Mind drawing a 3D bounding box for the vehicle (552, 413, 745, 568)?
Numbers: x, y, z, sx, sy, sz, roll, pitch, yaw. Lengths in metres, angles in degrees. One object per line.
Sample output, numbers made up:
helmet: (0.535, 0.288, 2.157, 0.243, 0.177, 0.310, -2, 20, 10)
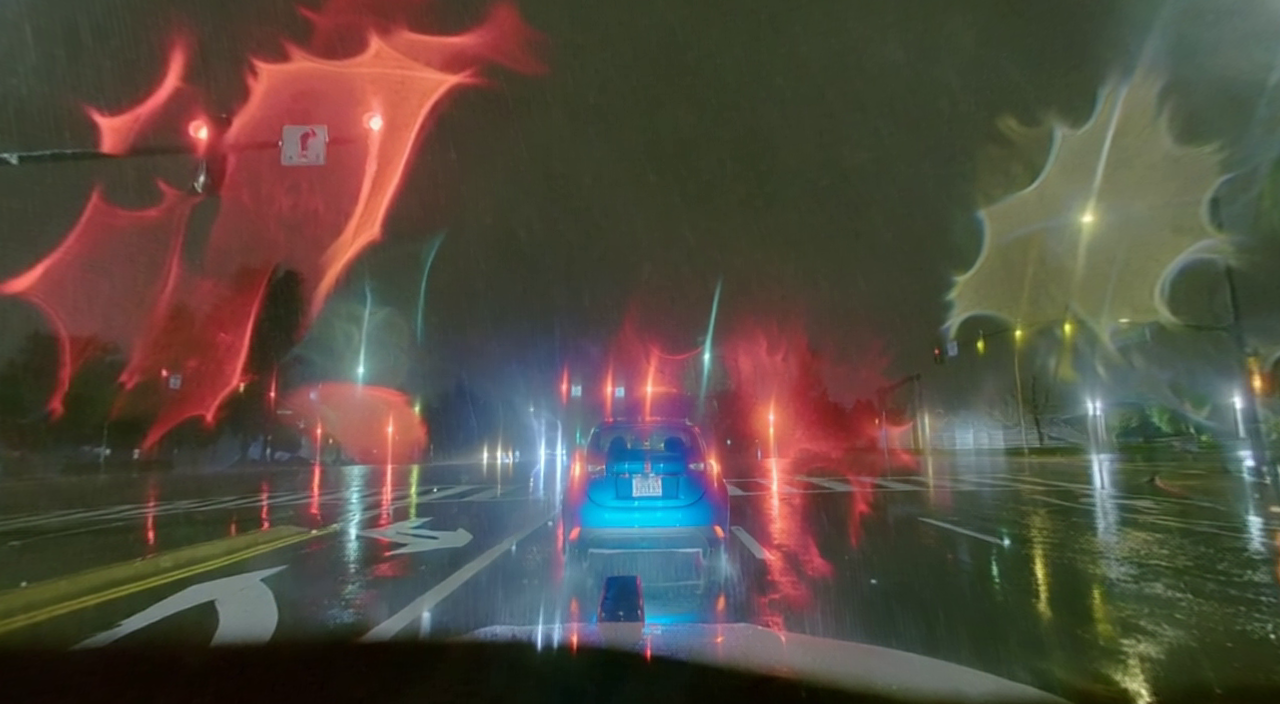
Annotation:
vehicle: (0.046, 1.754, 8.705, 2.027, 1.626, 3.942, 0, -8, -1)
